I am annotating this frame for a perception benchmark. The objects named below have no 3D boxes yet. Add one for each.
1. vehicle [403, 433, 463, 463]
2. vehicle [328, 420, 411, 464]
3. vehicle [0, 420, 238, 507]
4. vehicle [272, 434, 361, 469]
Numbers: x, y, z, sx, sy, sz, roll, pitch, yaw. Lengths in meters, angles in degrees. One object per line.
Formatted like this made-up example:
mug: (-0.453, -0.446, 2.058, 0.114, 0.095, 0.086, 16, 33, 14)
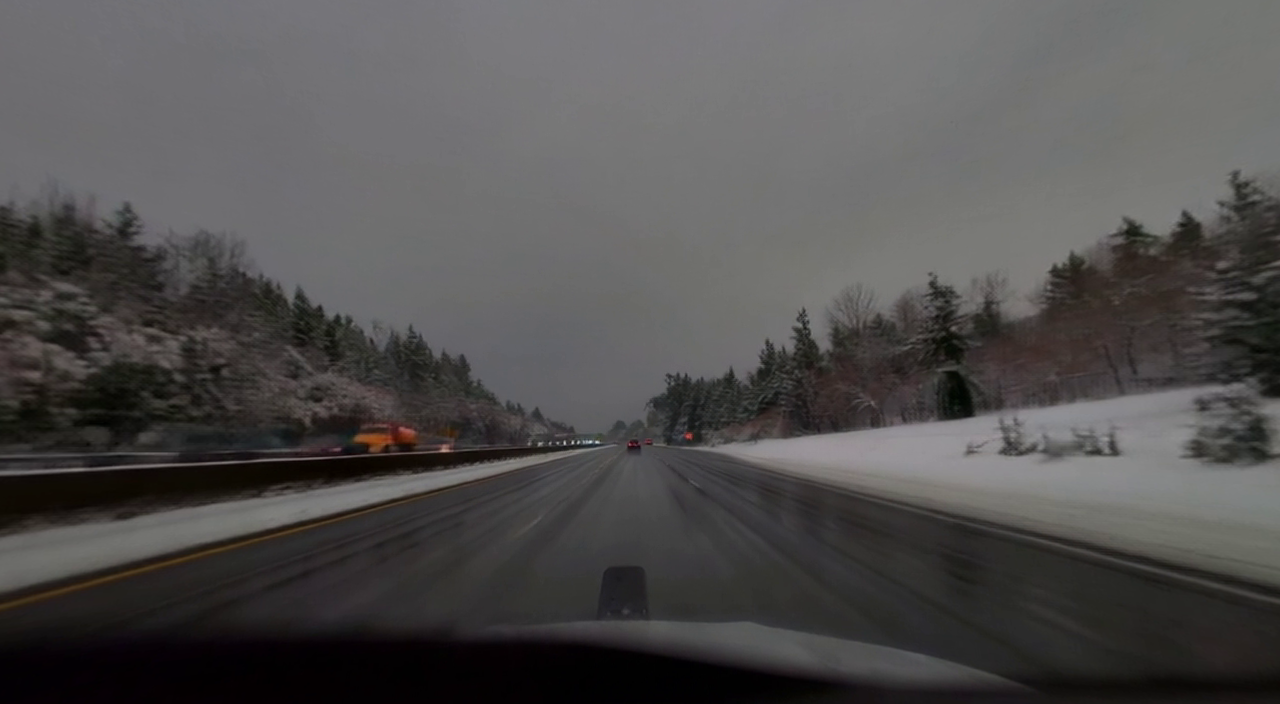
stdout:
vehicle: (-11.521, 5.351, 35.254, 1.959, 1.551, 4.049, 0, -8, 0)
vehicle: (-15.030, 5.056, 35.323, 2.385, 2.253, 4.845, 0, -8, 1)
vehicle: (-11.365, 2.342, 13.707, 1.969, 1.544, 4.758, 0, -8, 1)
vehicle: (-14.995, 4.625, 29.434, 1.818, 1.470, 4.393, 0, -8, 0)
